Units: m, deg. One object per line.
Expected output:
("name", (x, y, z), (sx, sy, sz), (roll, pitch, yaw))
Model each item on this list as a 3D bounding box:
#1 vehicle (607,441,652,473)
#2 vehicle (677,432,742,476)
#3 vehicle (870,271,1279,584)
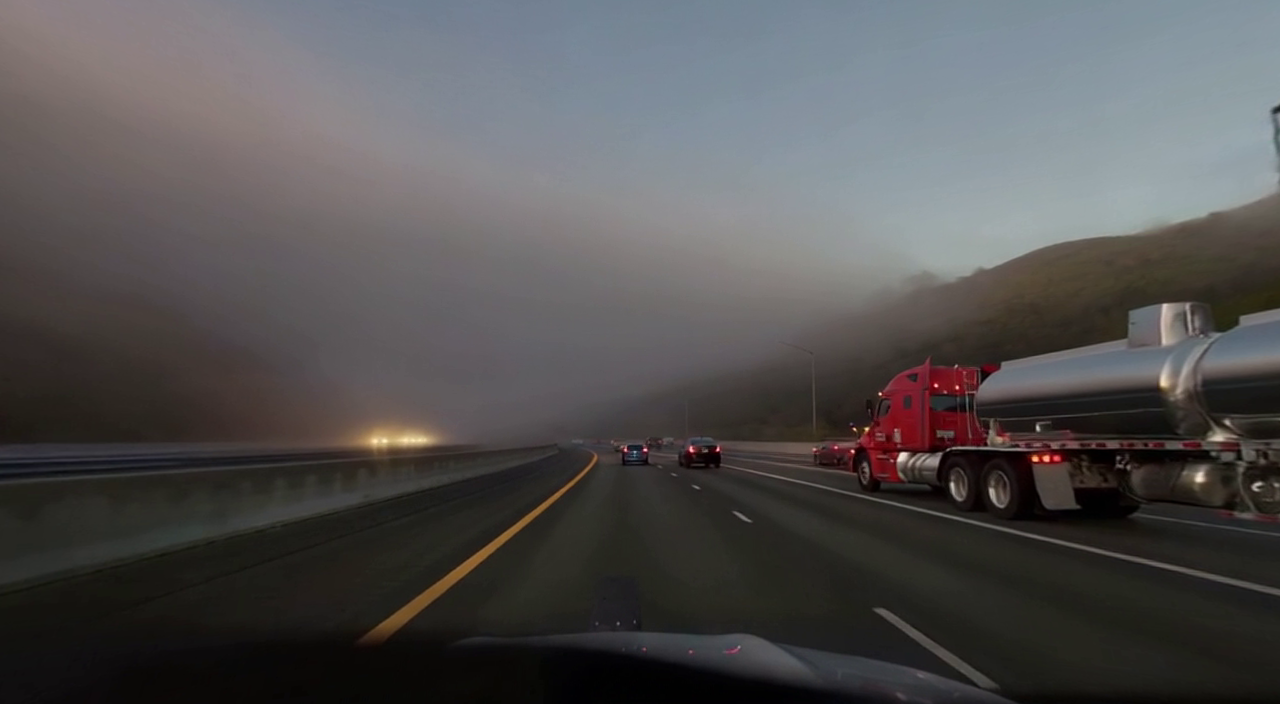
("vehicle", (-0.607, 5.207, 31.645), (2.083, 1.477, 3.965), (0, -9, -3))
("vehicle", (3.029, 4.572, 28.526), (2.098, 1.794, 4.561), (0, -9, -4))
("vehicle", (7.297, 1.391, 10.771), (2.880, 2.975, 9.608), (0, -9, -2))
